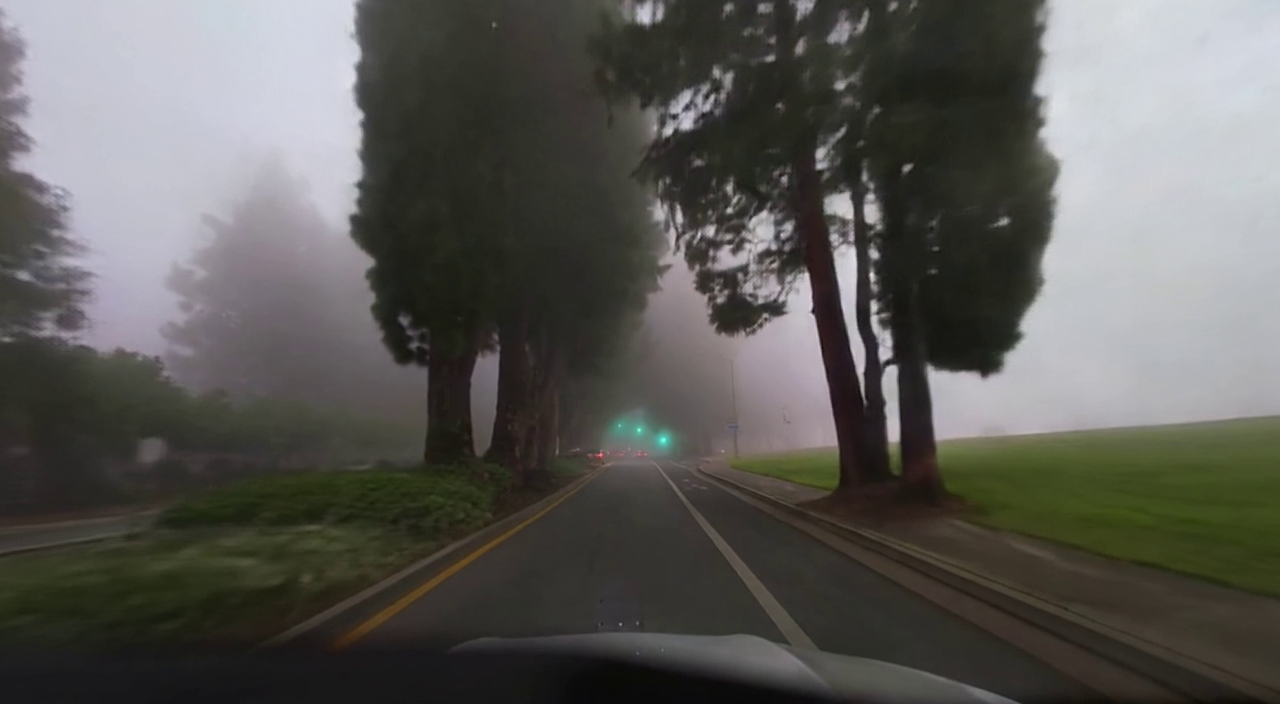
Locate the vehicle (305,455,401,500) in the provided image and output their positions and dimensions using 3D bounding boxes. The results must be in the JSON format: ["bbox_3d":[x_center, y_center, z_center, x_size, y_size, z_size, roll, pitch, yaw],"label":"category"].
[{"bbox_3d":[-11.899,5.192,26.546,1.988,1.660,4.317,0,-9,0],"label":"vehicle"}]

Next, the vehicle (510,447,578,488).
[{"bbox_3d":[-3.622,4.408,24.527,1.932,1.431,4.144,0,-9,1],"label":"vehicle"}]
